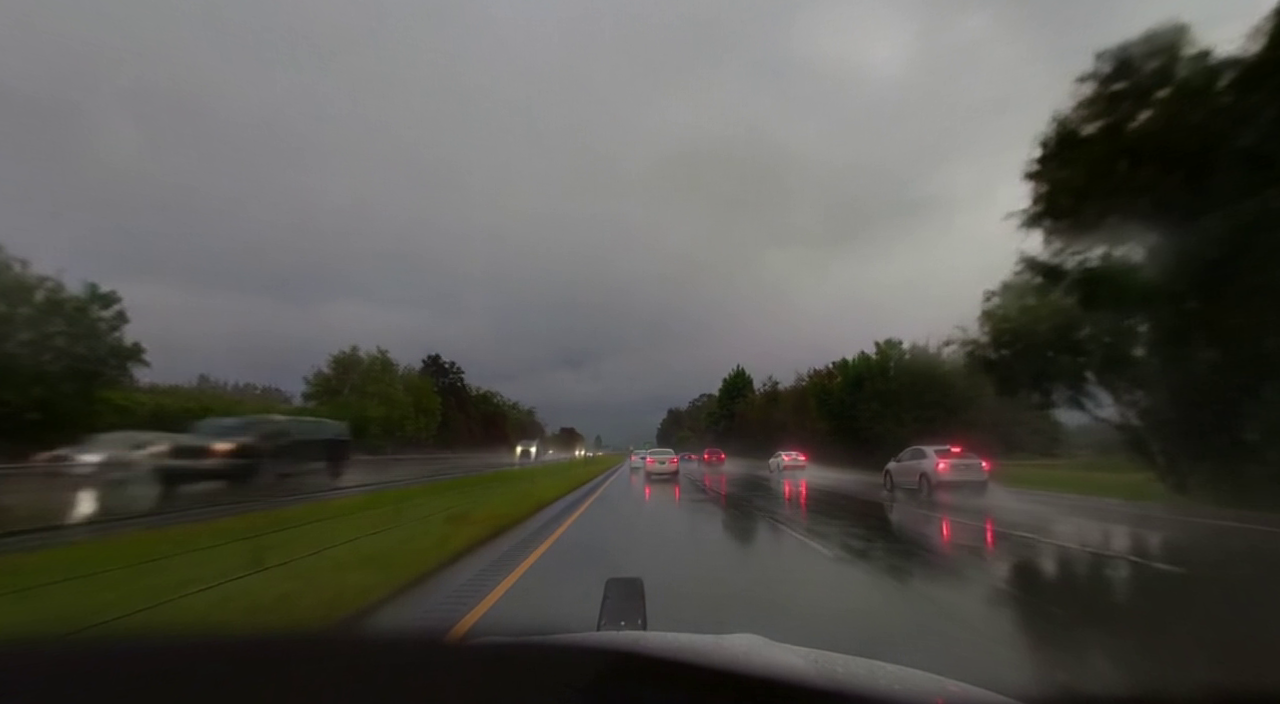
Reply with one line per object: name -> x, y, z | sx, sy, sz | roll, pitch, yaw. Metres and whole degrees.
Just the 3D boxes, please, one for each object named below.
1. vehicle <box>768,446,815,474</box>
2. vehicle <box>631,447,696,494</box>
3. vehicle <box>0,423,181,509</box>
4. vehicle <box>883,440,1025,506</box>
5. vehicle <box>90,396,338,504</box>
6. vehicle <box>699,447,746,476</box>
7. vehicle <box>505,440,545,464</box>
vehicle -> 9.306, 6.652, 39.039 | 1.957, 1.594, 3.632 | 0, -9, 0
vehicle -> 0.740, 3.980, 21.480 | 2.020, 1.426, 3.702 | 0, -9, 0
vehicle -> -12.510, 2.437, 13.780 | 1.835, 1.583, 4.021 | 0, -9, 0
vehicle -> 8.249, 3.191, 17.014 | 1.847, 1.554, 3.752 | 0, -9, 0
vehicle -> -8.733, 2.108, 13.604 | 2.055, 1.897, 4.576 | 0, -9, 1
vehicle -> 4.496, 6.039, 34.912 | 1.981, 1.518, 4.029 | 0, -9, 0
vehicle -> -8.347, 7.338, 46.139 | 2.039, 1.648, 4.621 | -1, -9, 1
